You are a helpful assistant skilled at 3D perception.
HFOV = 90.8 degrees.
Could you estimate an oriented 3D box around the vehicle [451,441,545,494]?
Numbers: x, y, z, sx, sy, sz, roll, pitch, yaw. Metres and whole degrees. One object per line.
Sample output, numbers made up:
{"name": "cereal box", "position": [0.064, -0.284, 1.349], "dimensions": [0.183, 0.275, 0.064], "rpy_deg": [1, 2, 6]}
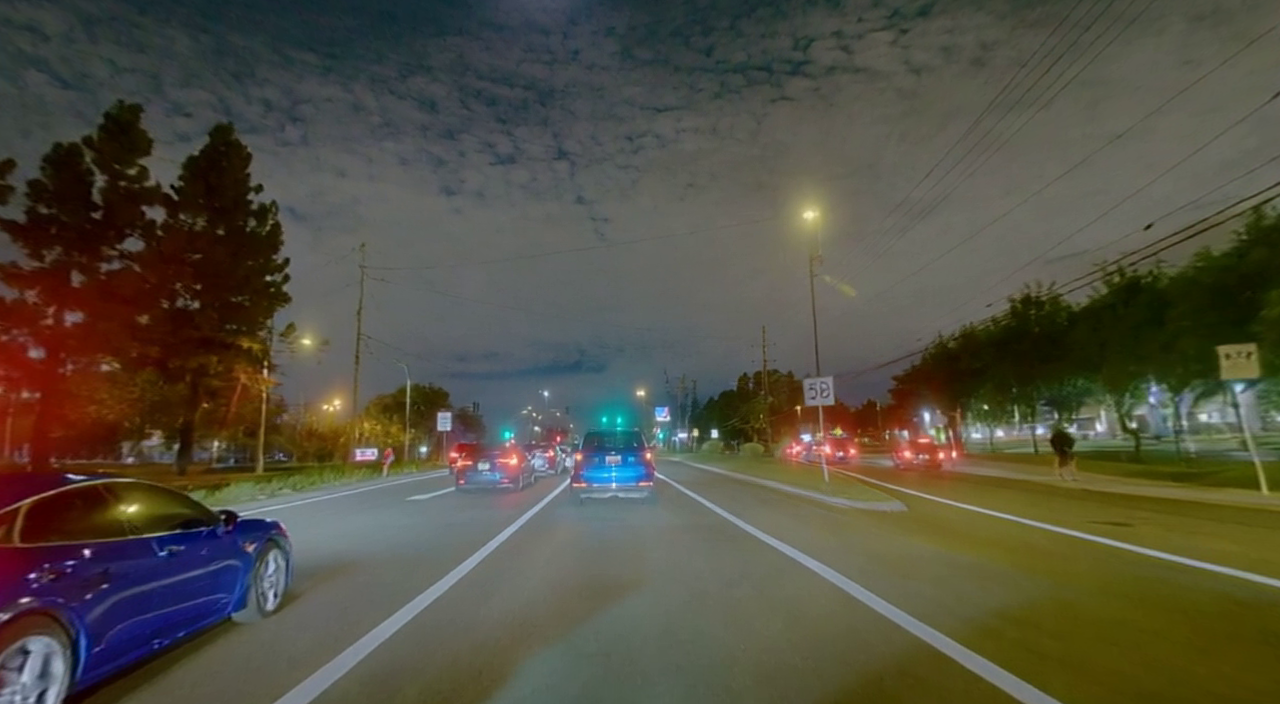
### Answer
{"name": "vehicle", "position": [-4.400, 3.629, 20.334], "dimensions": [2.087, 1.485, 4.452], "rpy_deg": [0, -8, -1]}

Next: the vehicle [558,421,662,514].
{"name": "vehicle", "position": [-0.637, 2.527, 14.239], "dimensions": [2.012, 1.769, 3.897], "rpy_deg": [0, -8, -2]}

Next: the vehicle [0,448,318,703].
{"name": "vehicle", "position": [-3.716, 1.163, 3.187], "dimensions": [1.865, 1.314, 4.461], "rpy_deg": [0, -8, 0]}

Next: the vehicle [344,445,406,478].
{"name": "vehicle", "position": [-15.642, 6.458, 37.494], "dimensions": [1.785, 1.745, 4.405], "rpy_deg": [0, -8, -1]}
